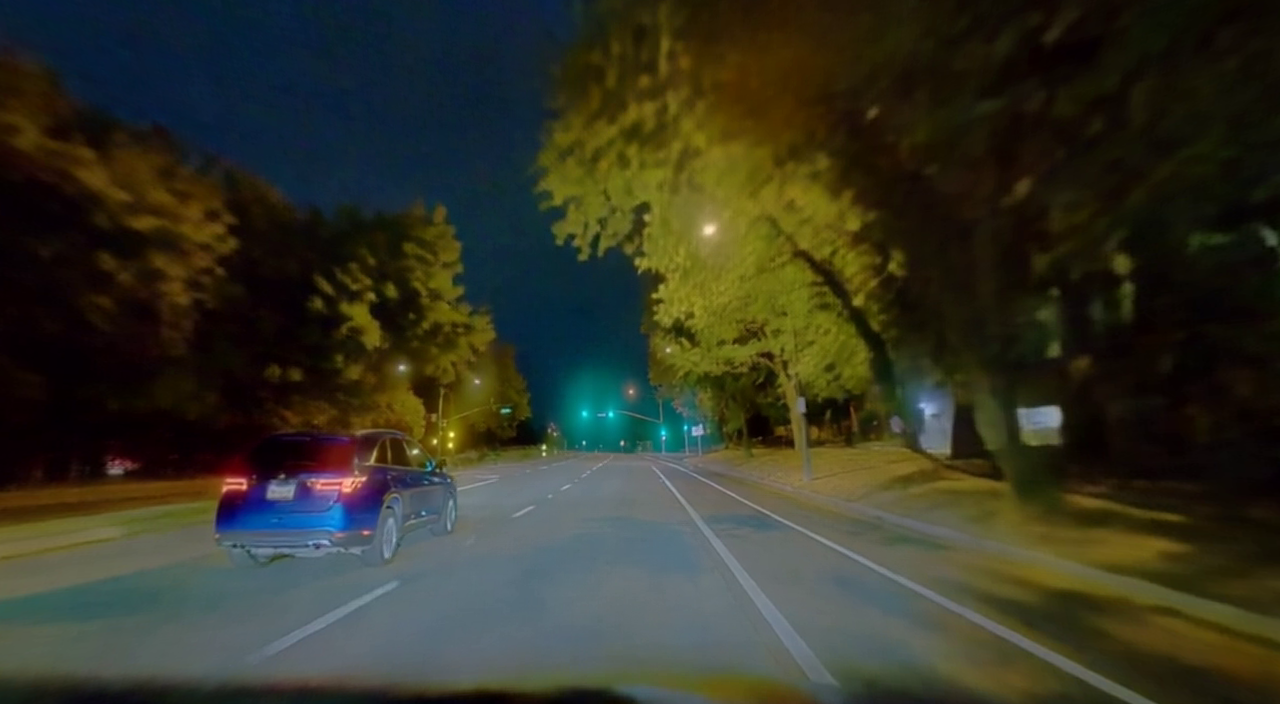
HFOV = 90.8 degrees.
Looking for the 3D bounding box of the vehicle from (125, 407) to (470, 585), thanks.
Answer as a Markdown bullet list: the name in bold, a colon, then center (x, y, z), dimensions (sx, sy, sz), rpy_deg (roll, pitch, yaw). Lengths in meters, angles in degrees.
- **vehicle**: center (-3.953, 1.737, 8.450), dimensions (2.121, 1.724, 4.392), rpy_deg (0, -9, 0)
